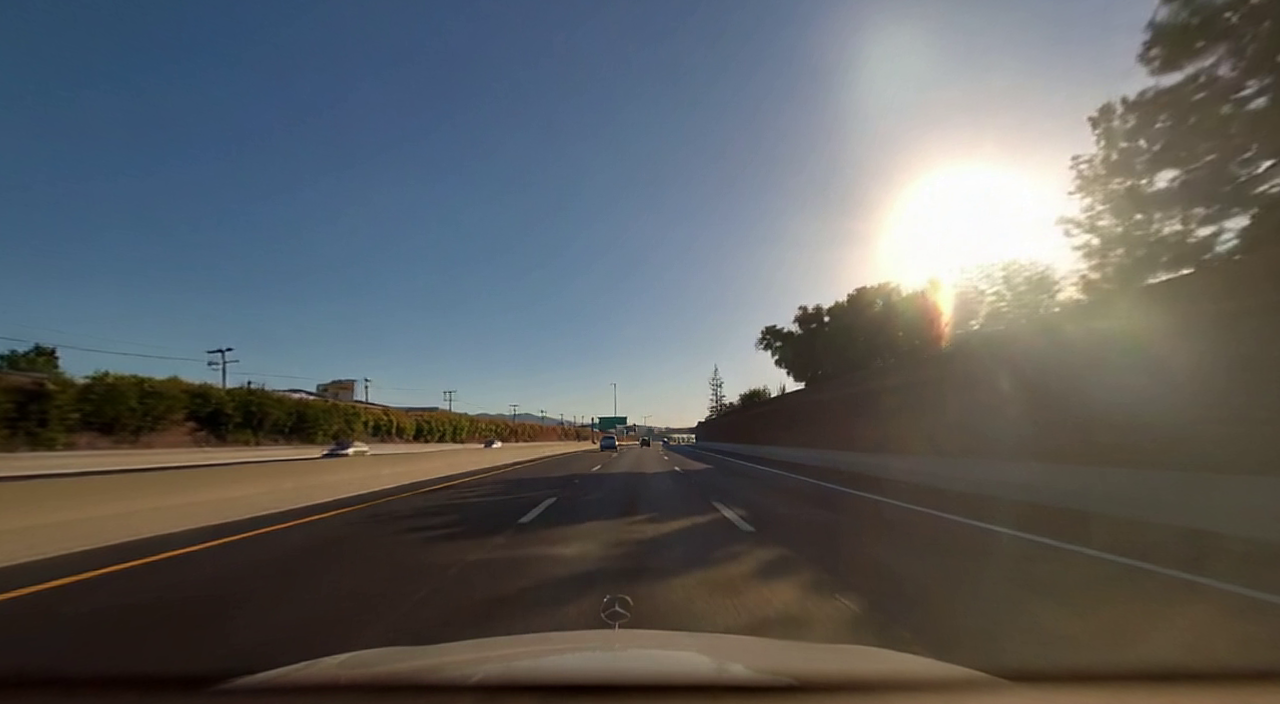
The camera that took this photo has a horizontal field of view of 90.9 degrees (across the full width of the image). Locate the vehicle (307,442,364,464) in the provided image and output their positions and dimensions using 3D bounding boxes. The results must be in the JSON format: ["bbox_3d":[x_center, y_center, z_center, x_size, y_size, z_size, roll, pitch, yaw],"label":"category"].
[{"bbox_3d":[-22.824,7.579,47.483,1.878,1.526,4.733,0,-8,1],"label":"vehicle"}]
